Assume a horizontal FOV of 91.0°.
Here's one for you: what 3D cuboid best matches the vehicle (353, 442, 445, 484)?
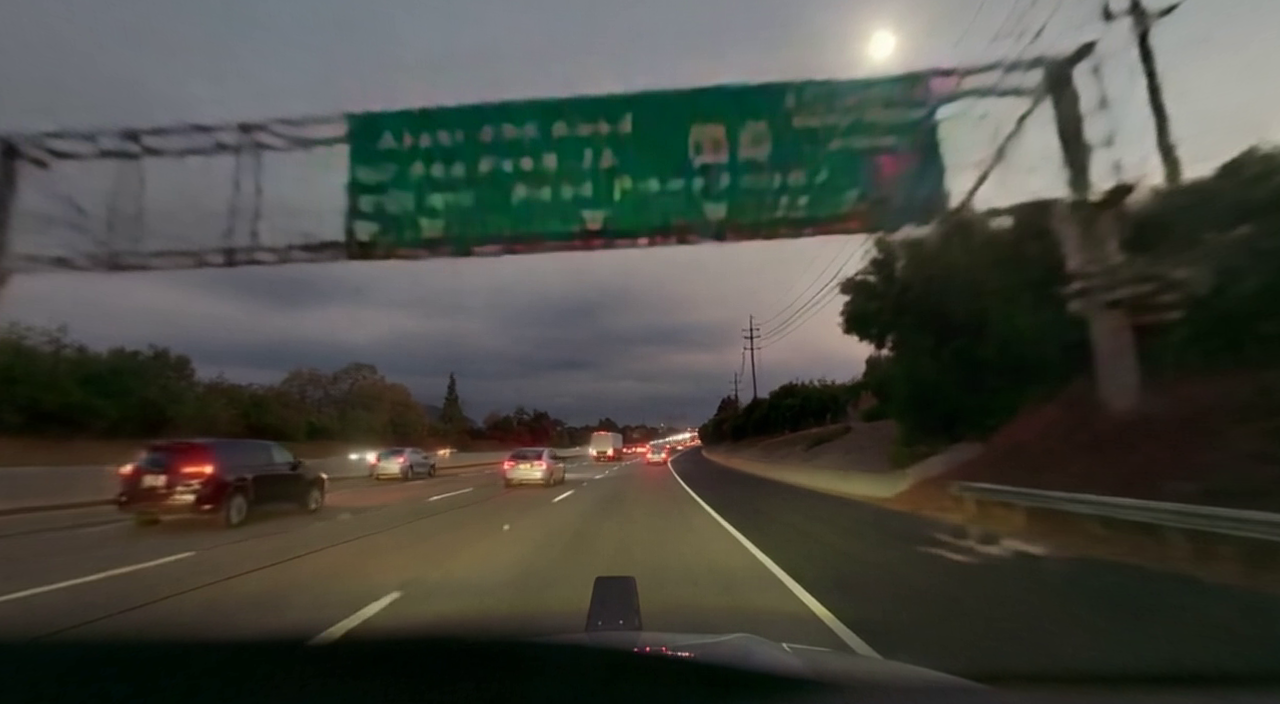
[{"bbox_3d":[-10.704,4.942,28.435,2.097,1.722,4.981,0,-9,1],"label":"vehicle"}]

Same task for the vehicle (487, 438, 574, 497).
[{"bbox_3d":[-3.387,3.658,20.318,1.976,1.688,4.124,0,-9,1],"label":"vehicle"}]

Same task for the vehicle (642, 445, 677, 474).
[{"bbox_3d":[1.243,6.710,39.445,2.038,1.677,4.219,0,-9,2],"label":"vehicle"}]

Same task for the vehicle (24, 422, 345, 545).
[{"bbox_3d":[-7.502,2.203,11.254,2.043,1.696,4.851,0,-9,1],"label":"vehicle"}]
